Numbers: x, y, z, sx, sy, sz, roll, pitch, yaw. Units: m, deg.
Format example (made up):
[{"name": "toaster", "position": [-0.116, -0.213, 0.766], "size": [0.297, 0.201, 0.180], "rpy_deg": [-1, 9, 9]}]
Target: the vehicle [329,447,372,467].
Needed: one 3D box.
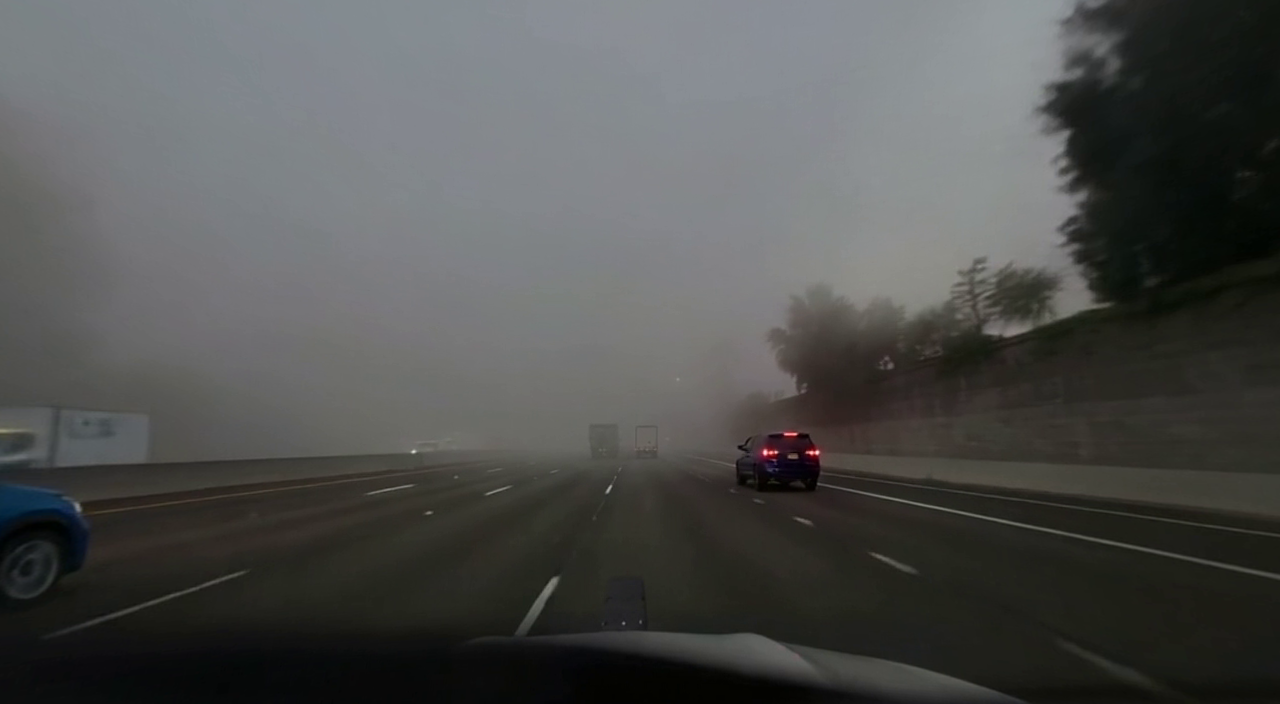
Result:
[{"name": "vehicle", "position": [-20.875, 7.584, 45.572], "size": [1.498, 1.356, 3.330], "rpy_deg": [0, -8, 1]}]

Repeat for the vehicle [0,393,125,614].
[{"name": "vehicle", "position": [-6.322, 1.049, 3.823], "size": [2.289, 1.774, 4.871], "rpy_deg": [0, -8, -1]}]

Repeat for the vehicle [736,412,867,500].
[{"name": "vehicle", "position": [4.468, 2.991, 18.507], "size": [2.408, 2.210, 4.999], "rpy_deg": [0, -8, -1]}]
